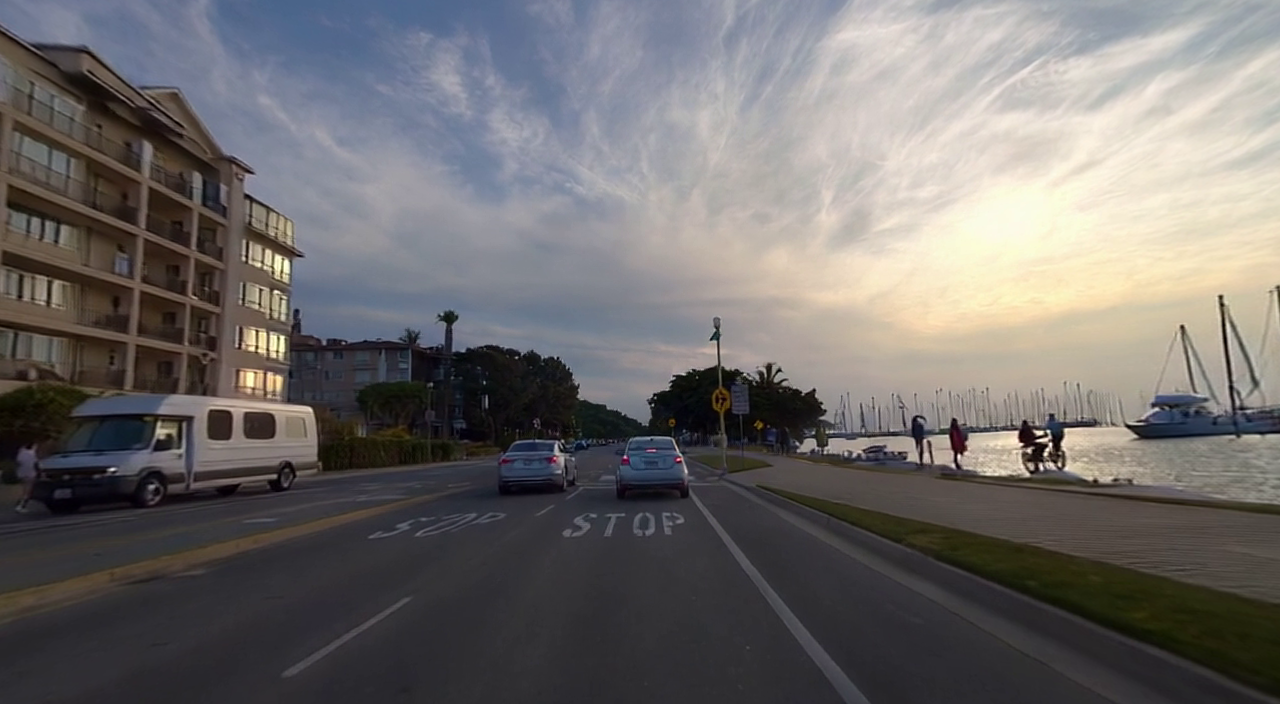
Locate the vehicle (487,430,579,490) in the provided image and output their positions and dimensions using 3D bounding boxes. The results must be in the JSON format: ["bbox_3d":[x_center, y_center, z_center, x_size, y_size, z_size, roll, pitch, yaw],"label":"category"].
[{"bbox_3d":[-3.229,3.368,19.925,2.056,1.680,4.205,-1,-9,1],"label":"vehicle"}]

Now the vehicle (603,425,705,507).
[{"bbox_3d":[0.288,2.595,14.685,2.057,1.624,3.726,0,-9,0],"label":"vehicle"}]

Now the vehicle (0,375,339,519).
[{"bbox_3d":[-13.207,2.873,19.211,2.924,3.288,9.352,-1,-9,4],"label":"vehicle"}]
